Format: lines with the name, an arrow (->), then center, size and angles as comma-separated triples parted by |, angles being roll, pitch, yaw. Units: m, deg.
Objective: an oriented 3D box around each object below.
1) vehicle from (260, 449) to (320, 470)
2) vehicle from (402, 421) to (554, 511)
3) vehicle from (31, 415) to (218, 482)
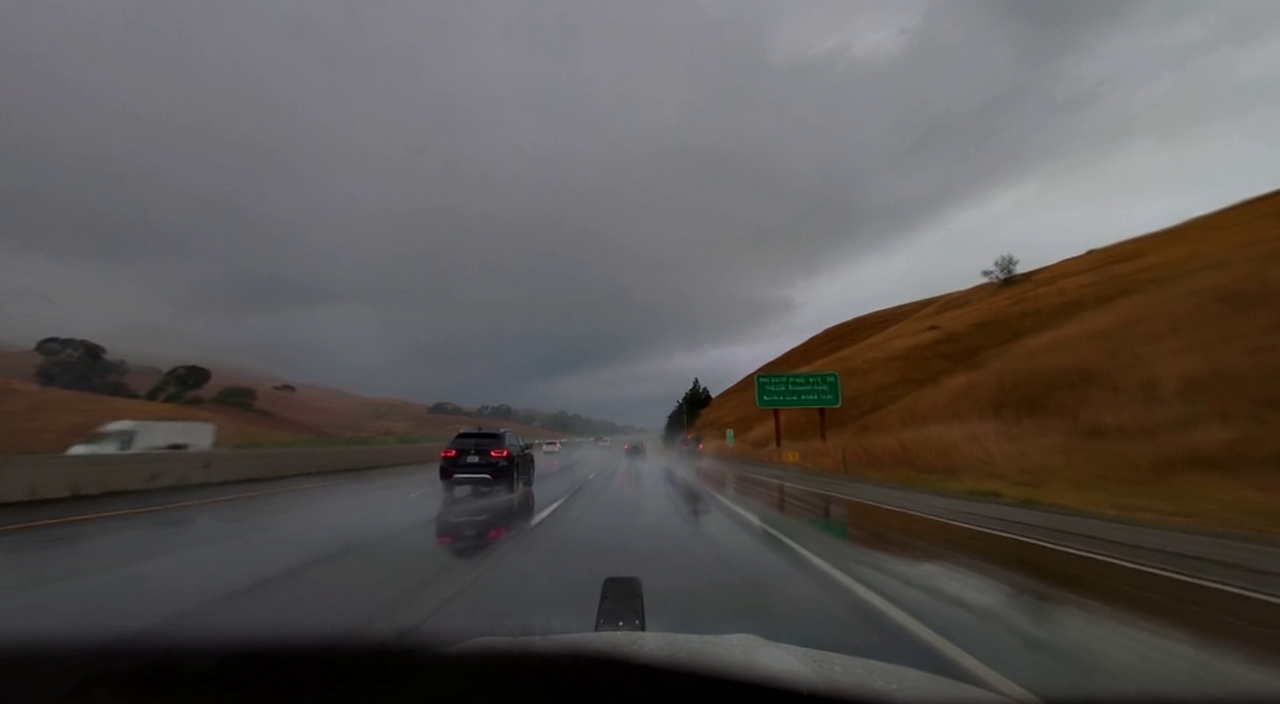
vehicle -> -25.586, 7.886, 46.370 | 1.905, 1.441, 4.388 | 0, -9, 0
vehicle -> -3.388, 2.510, 14.370 | 2.166, 1.700, 4.661 | 0, -9, 1
vehicle -> -29.407, 5.598, 36.895 | 2.891, 3.388, 9.456 | 0, -9, 0
